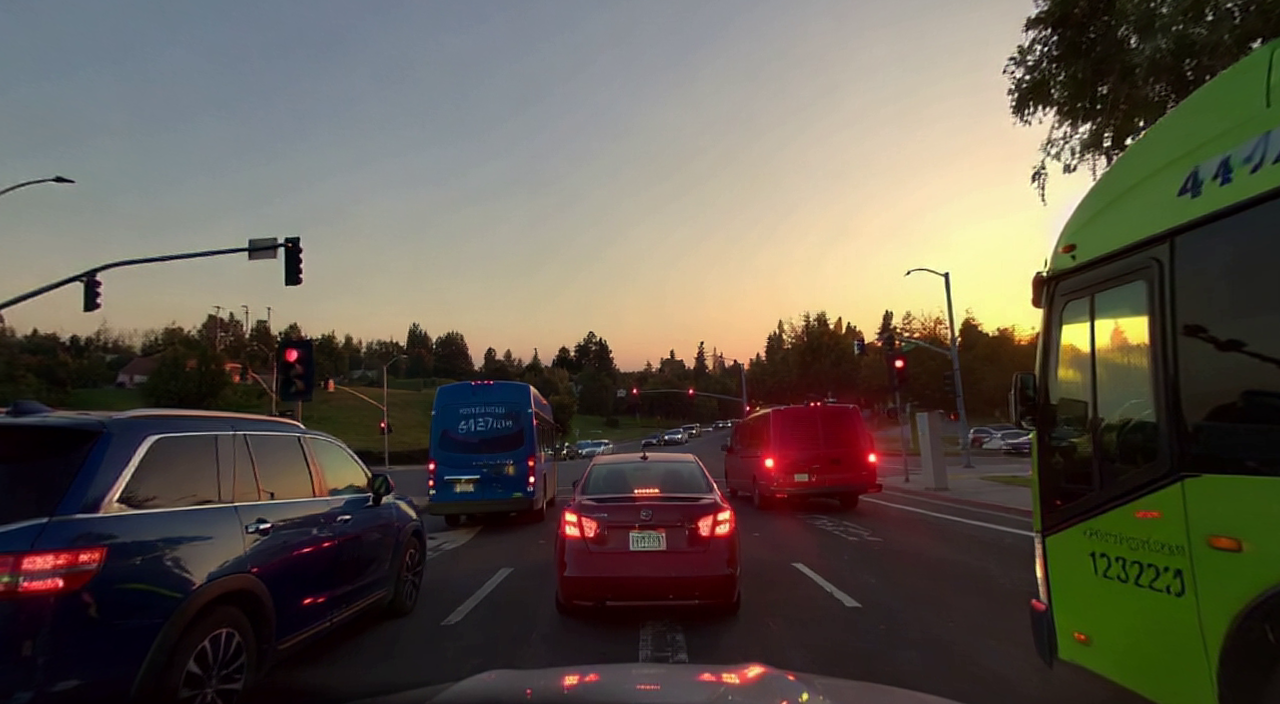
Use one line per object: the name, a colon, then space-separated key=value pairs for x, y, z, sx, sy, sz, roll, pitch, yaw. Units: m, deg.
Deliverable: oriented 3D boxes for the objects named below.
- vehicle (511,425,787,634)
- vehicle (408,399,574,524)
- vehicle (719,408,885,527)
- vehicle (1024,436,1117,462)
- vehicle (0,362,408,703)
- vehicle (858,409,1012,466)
vehicle: x=0.055 y=1.550 z=6.428 sx=1.976 sy=1.485 sz=3.624 roll=0 pitch=-8 yaw=0
vehicle: x=-2.937 y=2.353 z=13.972 sx=2.335 sy=2.221 sz=5.165 roll=0 pitch=-8 yaw=1
vehicle: x=3.137 y=2.396 z=13.666 sx=2.143 sy=2.036 sz=5.367 roll=0 pitch=-8 yaw=0
vehicle: x=25.840 y=5.822 z=38.006 sx=4.229 sy=1.489 sz=1.794 roll=0 pitch=-8 yaw=-2
vehicle: x=-3.415 y=1.181 z=4.634 sx=1.921 sy=1.701 sz=3.989 roll=0 pitch=-8 yaw=-1
vehicle: x=17.570 y=5.137 z=37.923 sx=7.839 sy=3.213 sz=2.628 roll=0 pitch=-8 yaw=-3
